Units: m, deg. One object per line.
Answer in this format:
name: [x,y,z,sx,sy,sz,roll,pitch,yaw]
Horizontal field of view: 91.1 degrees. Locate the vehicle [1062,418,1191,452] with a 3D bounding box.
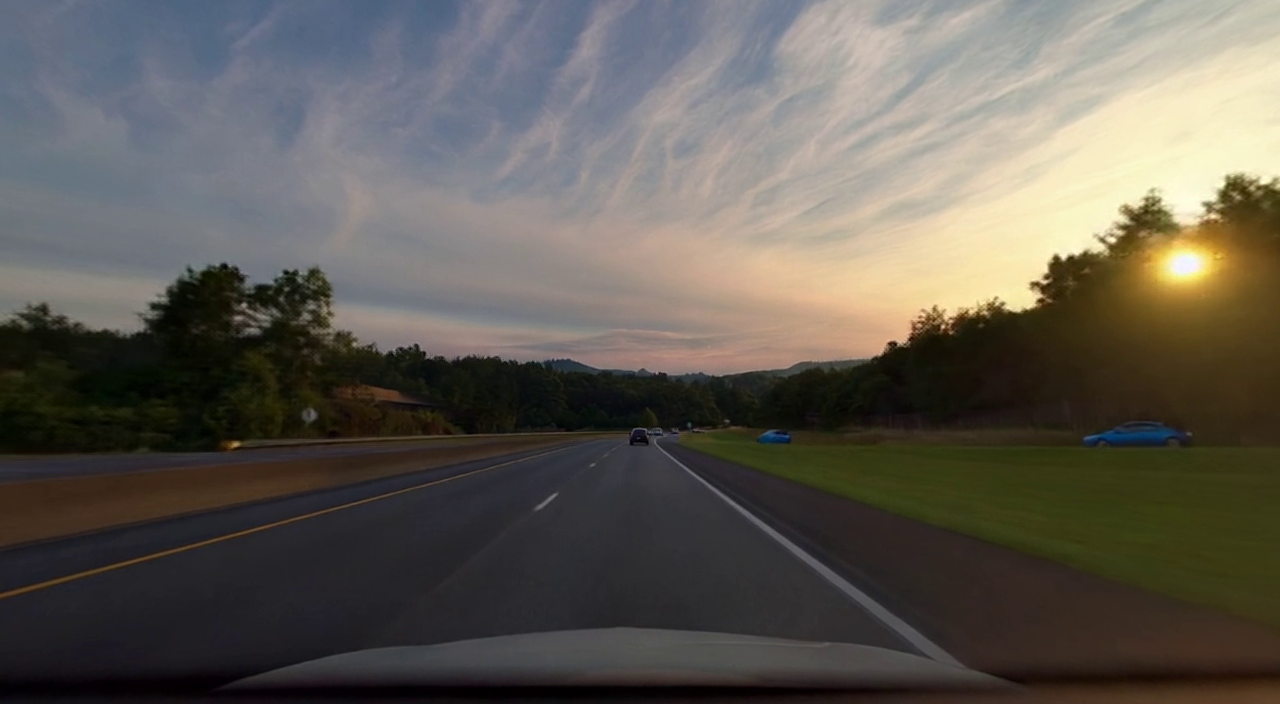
vehicle: [23.173,3.997,30.092,1.992,1.486,4.406,6,-10,-37]
